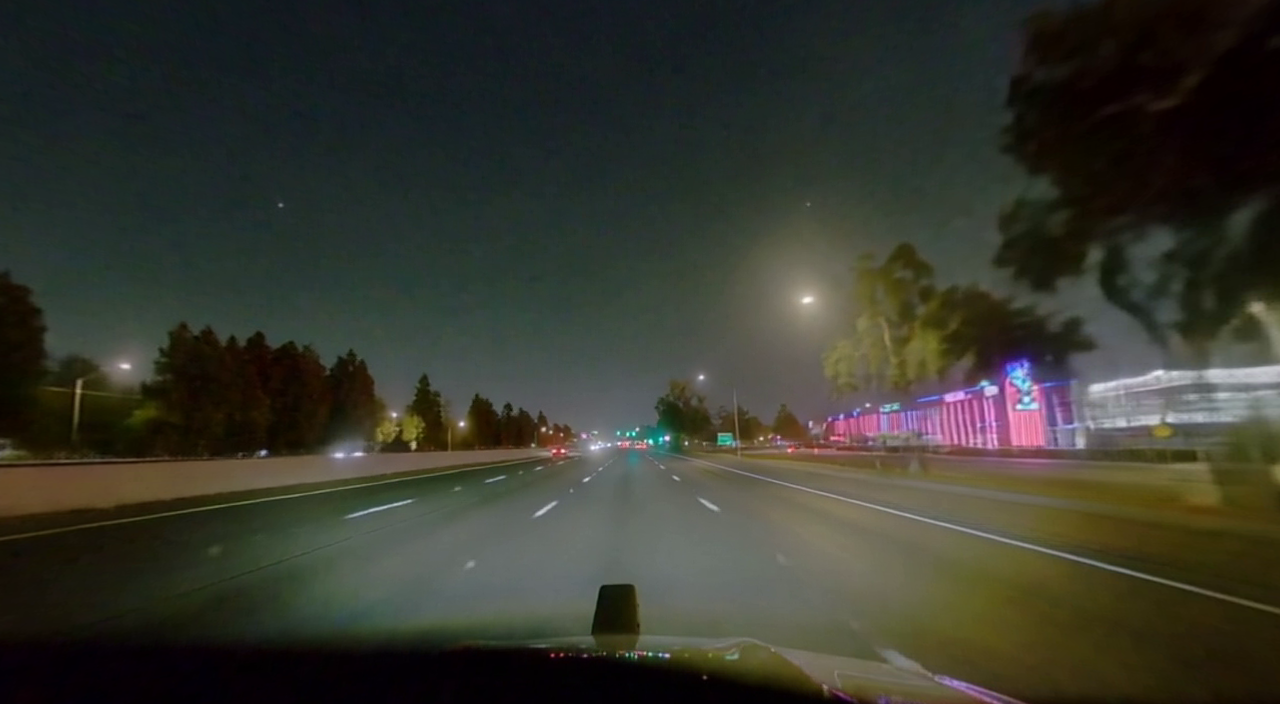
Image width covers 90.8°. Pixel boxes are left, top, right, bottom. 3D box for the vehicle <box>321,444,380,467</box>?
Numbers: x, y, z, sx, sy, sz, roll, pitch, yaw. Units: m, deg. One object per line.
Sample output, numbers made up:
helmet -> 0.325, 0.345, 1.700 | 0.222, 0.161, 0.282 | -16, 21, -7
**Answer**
vehicle -> -22.762, 8.144, 49.931 | 2.067, 1.638, 5.404 | 0, -9, 0
